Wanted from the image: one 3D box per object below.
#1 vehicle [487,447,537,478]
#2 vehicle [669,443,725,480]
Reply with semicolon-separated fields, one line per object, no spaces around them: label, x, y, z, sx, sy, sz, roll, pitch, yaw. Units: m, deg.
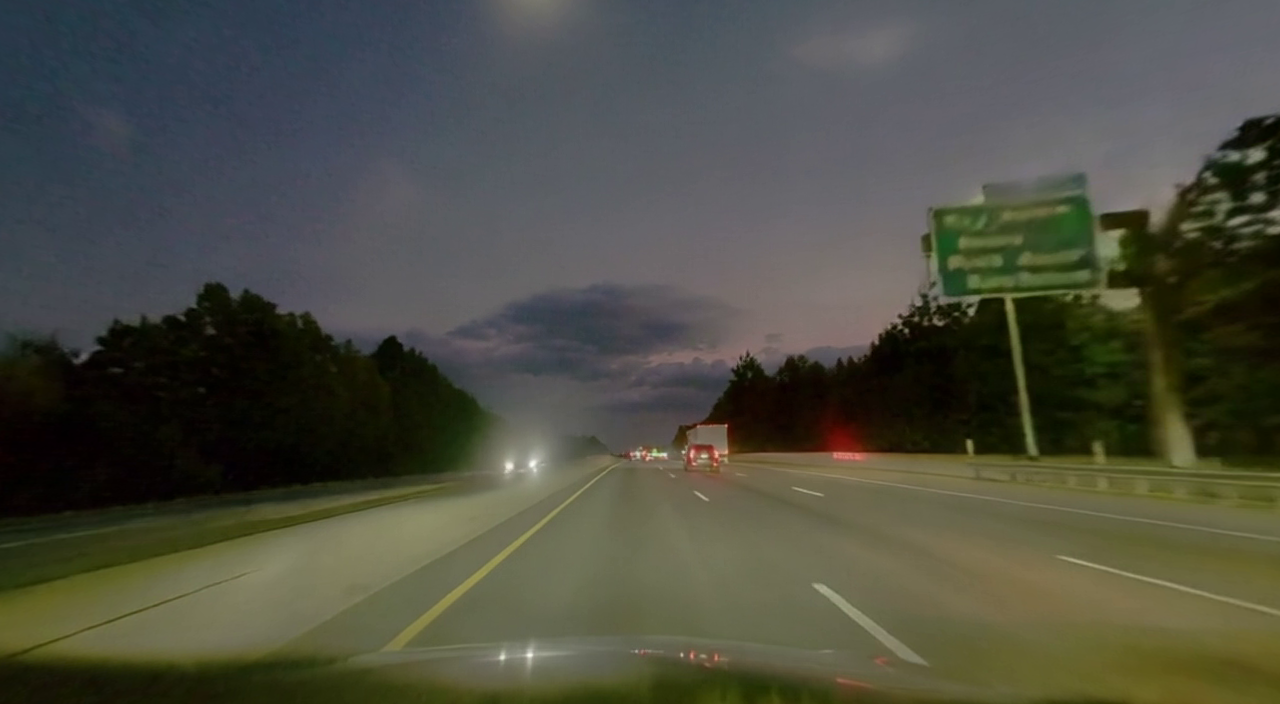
vehicle;-7.621;6.591;37.784;2.078;1.677;4.402;0;-9;0
vehicle;2.668;5.284;30.624;2.123;1.620;4.959;0;-9;-1
